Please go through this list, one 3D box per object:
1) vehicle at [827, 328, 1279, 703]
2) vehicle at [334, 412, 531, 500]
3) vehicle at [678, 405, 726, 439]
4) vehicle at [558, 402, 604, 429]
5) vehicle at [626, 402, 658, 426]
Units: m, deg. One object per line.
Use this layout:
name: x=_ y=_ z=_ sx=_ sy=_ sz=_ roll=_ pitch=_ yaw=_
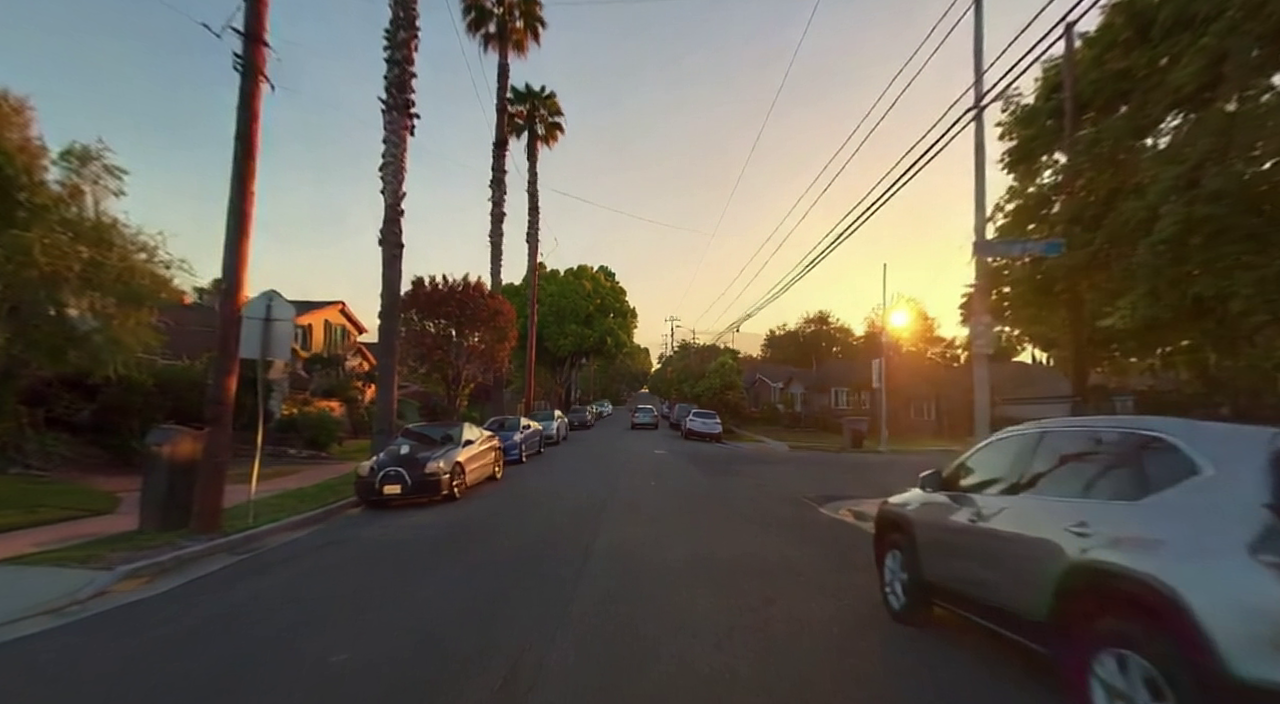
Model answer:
vehicle: x=2.775 y=1.101 z=3.921 sx=1.895 sy=1.680 sz=4.842 roll=0 pitch=-8 yaw=2
vehicle: x=-4.072 y=2.190 z=13.751 sx=2.157 sy=1.487 sz=5.718 roll=0 pitch=-8 yaw=2
vehicle: x=3.138 y=3.704 z=32.933 sx=2.060 sy=1.614 sz=4.652 roll=0 pitch=-8 yaw=0
vehicle: x=-3.707 y=4.144 z=40.790 sx=2.130 sy=1.543 sz=5.386 roll=0 pitch=-8 yaw=4
vehicle: x=0.150 y=4.411 z=44.303 sx=2.081 sy=1.483 sz=4.599 roll=0 pitch=-8 yaw=0
